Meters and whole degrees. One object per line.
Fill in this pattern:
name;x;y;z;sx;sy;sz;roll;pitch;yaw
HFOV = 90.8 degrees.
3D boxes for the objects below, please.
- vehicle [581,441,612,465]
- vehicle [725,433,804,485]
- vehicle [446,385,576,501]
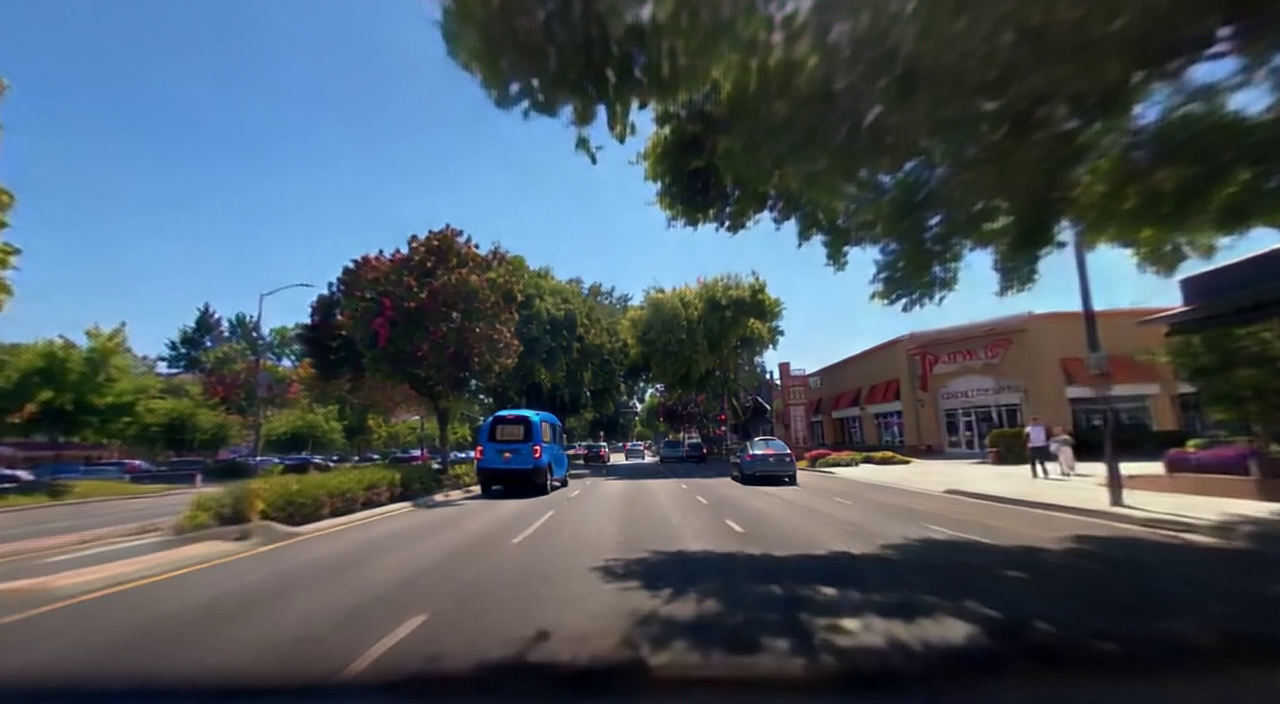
vehicle;-3.369;7.879;49.314;2.030;1.724;4.365;0;-9;1
vehicle;4.319;3.788;22.629;1.869;1.646;4.166;0;-9;-2
vehicle;-3.416;2.641;18.291;2.443;2.784;5.862;0;-9;1
